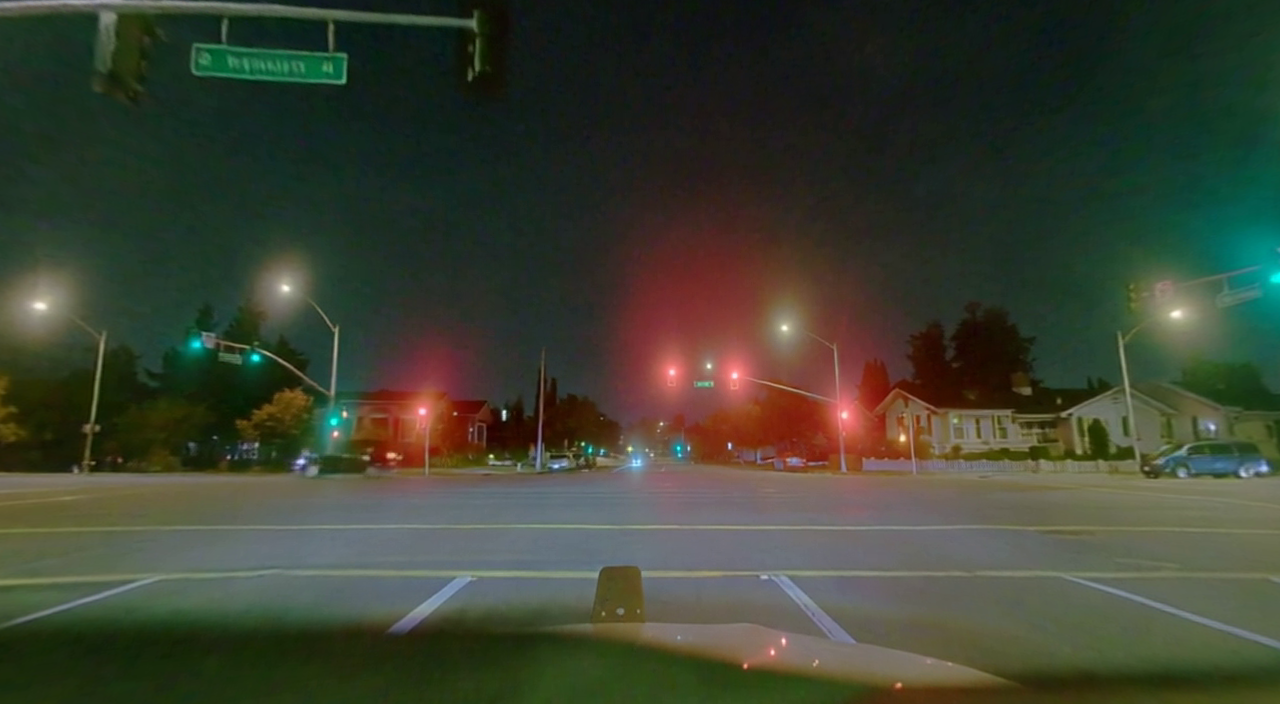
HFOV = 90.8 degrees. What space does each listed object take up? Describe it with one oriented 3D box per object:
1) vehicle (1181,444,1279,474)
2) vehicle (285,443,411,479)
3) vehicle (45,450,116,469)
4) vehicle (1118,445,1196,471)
[{"bbox_3d":[37.903,6.837,40.547,1.915,1.773,4.499,1,-9,-9],"label":"vehicle"},{"bbox_3d":[-12.646,4.732,27.585,4.560,1.463,1.858,0,-9,1],"label":"vehicle"},{"bbox_3d":[-43.922,8.421,49.647,3.949,1.422,1.744,0,-9,2],"label":"vehicle"},{"bbox_3d":[37.136,7.590,45.531,1.853,1.723,4.460,0,-9,0],"label":"vehicle"}]
